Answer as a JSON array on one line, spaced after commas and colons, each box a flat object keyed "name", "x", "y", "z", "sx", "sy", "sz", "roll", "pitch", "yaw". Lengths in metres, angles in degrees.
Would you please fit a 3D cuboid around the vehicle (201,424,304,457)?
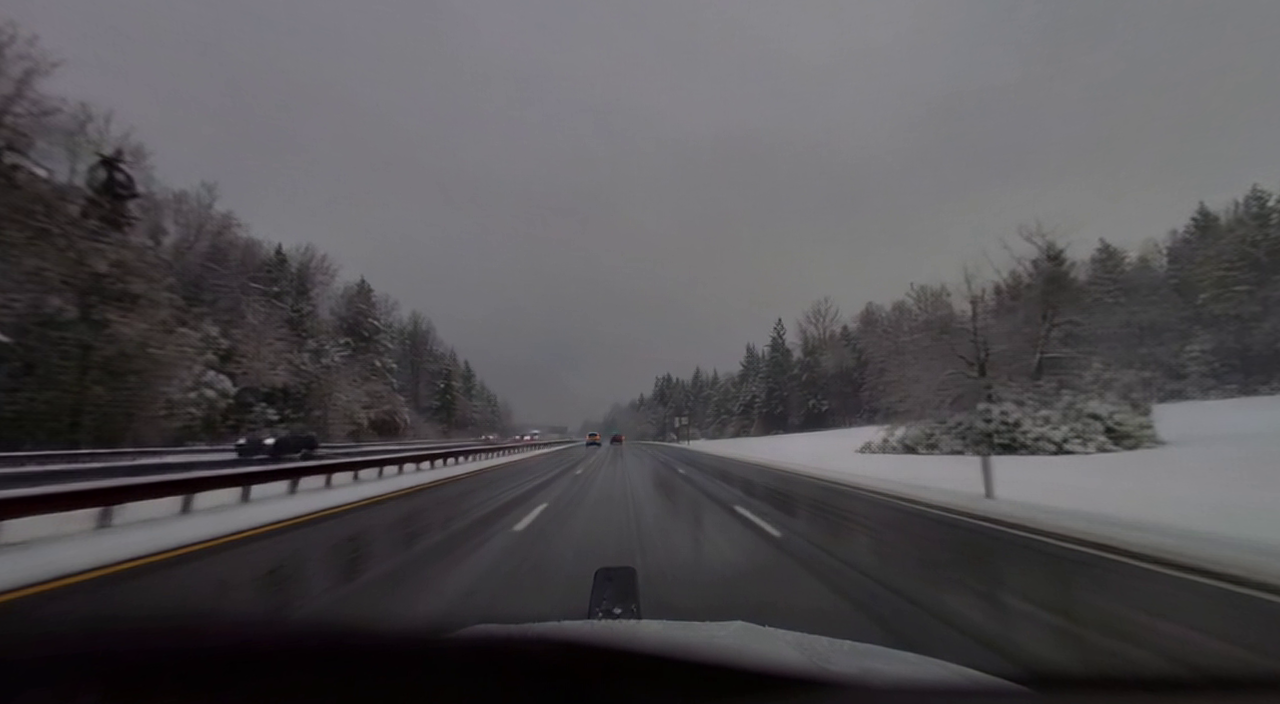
[{"name": "vehicle", "x": -17.544, "y": 4.039, "z": 28.835, "sx": 1.838, "sy": 1.376, "sz": 4.687, "roll": 0, "pitch": -8, "yaw": -1}]
